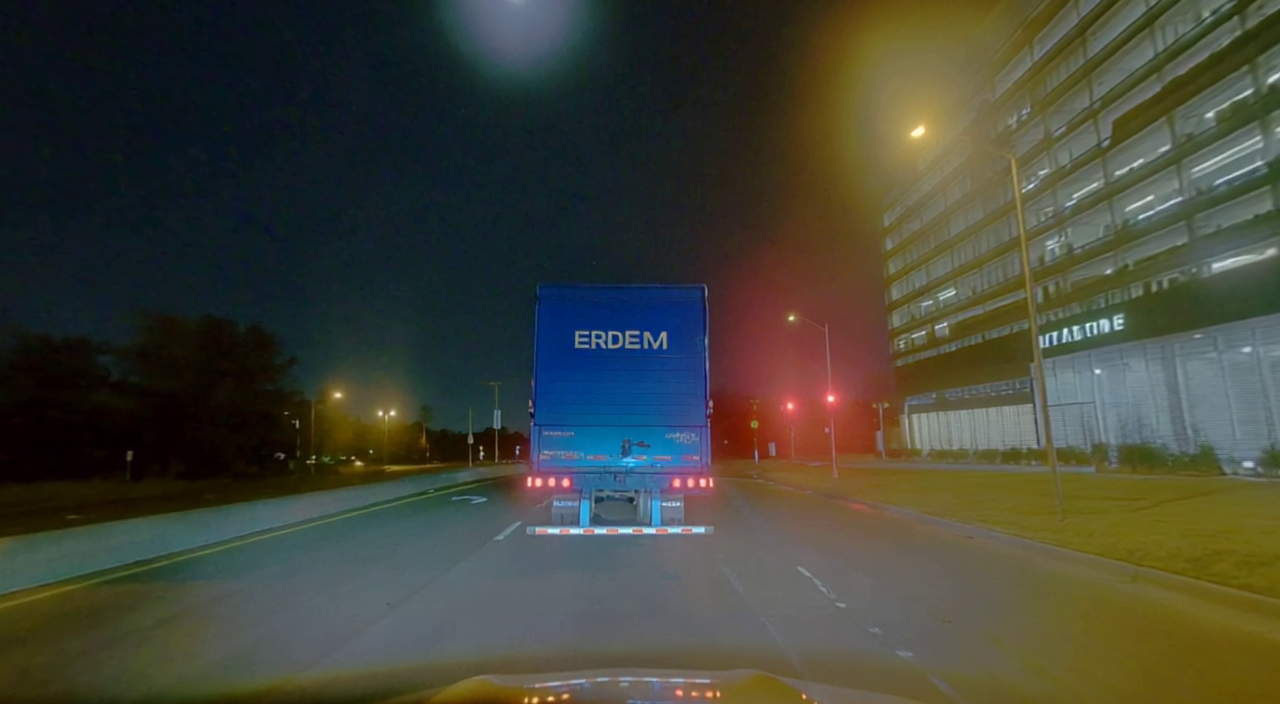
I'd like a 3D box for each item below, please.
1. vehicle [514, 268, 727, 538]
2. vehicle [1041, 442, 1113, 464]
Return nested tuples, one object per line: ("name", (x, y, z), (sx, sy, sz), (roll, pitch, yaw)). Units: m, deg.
("vehicle", (-0.215, 1.281, 13.373), (2.876, 3.724, 9.351), (0, -8, 1))
("vehicle", (31.353, 7.222, 45.174), (1.652, 1.423, 3.797), (5, -9, -36))
